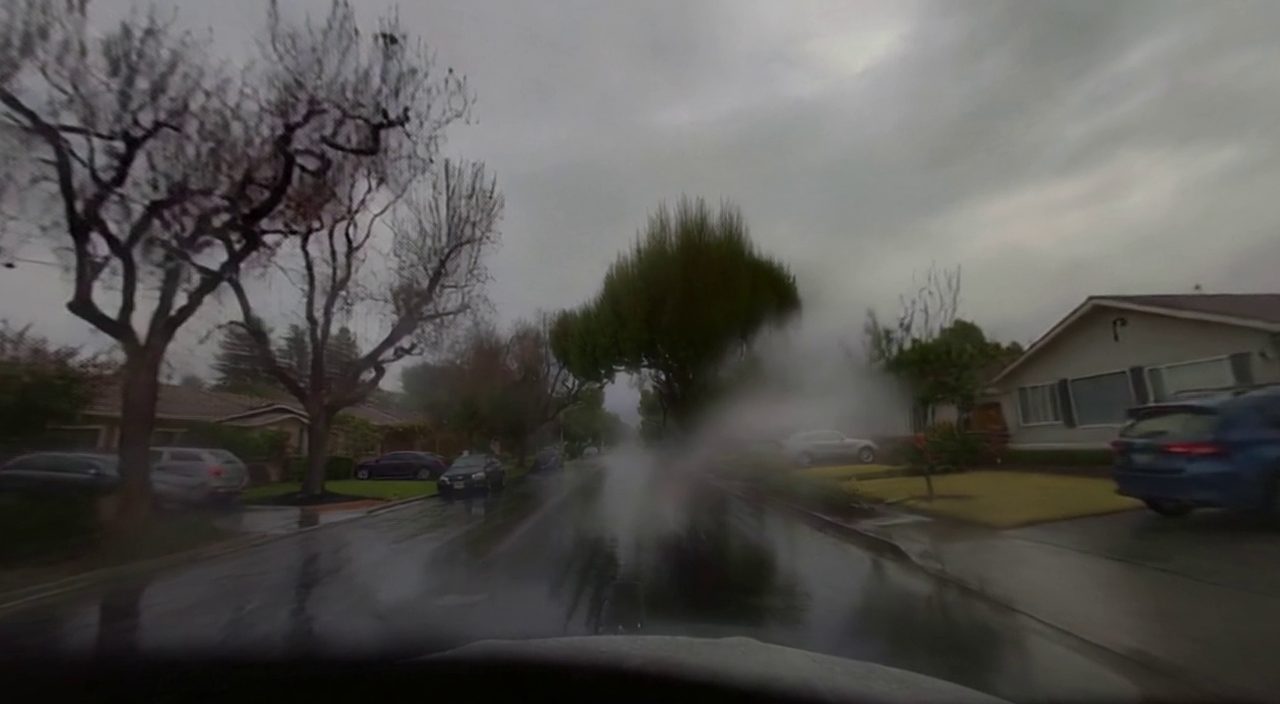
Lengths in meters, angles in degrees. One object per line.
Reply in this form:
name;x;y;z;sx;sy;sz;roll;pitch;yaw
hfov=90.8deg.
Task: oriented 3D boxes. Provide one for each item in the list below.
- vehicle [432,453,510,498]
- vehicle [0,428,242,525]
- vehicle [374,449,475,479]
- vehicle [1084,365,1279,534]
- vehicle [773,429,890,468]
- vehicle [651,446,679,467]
vehicle;-6.209;4.533;23.596;1.878;1.496;3.535;0;-9;0
vehicle;-12.295;2.809;14.571;4.753;2.028;2.079;0;-9;0
vehicle;-12.068;6.301;35.593;4.972;1.623;1.884;0;-9;1
vehicle;8.190;1.108;7.404;4.492;1.691;1.918;0;-9;-2
vehicle;8.534;4.346;28.389;4.599;1.652;1.903;0;-9;-3
vehicle;1.835;7.827;47.407;2.022;1.483;4.565;0;-9;1
